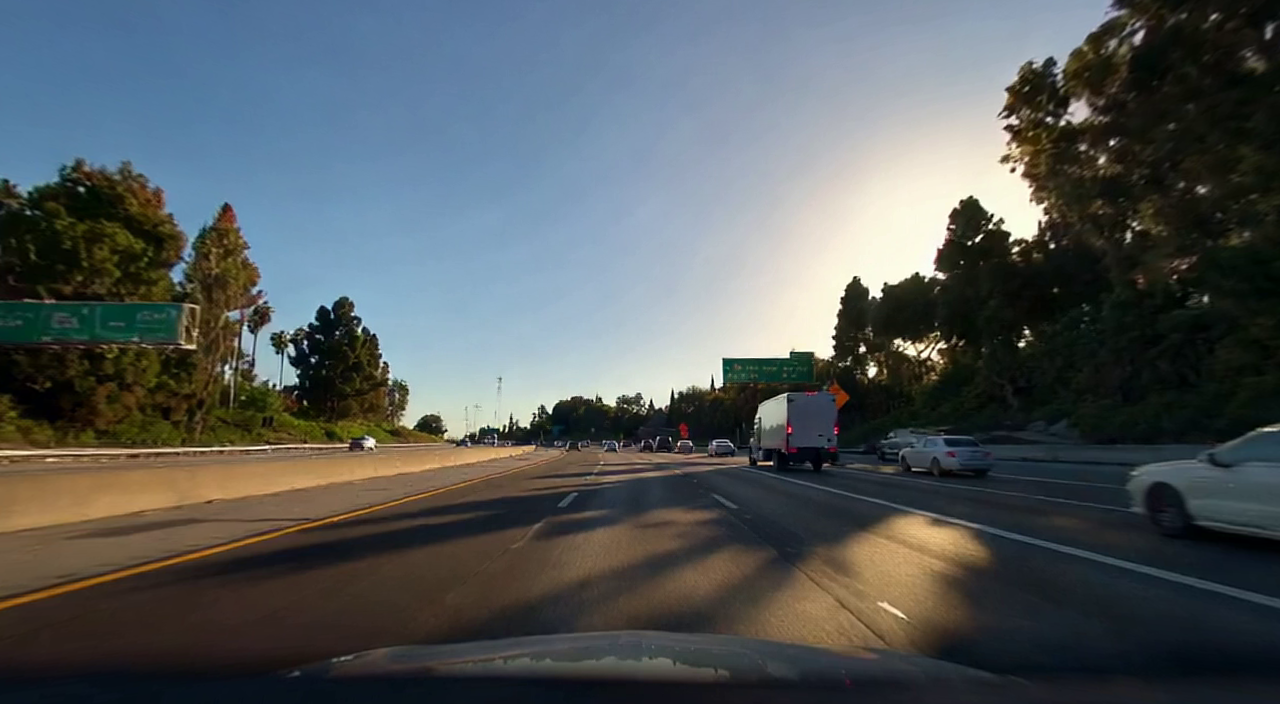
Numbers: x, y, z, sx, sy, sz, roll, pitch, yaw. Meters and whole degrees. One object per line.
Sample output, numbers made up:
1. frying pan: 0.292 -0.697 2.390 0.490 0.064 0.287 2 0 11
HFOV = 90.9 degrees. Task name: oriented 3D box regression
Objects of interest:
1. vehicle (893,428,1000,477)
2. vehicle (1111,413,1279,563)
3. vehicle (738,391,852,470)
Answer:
1. vehicle: 12.631 4.169 26.374 2.032 1.827 4.501 0 -8 -3
2. vehicle: 8.646 1.558 7.177 2.148 1.764 5.601 0 -8 -1
3. vehicle: 7.657 4.180 32.954 2.919 3.482 9.838 0 -8 -3
